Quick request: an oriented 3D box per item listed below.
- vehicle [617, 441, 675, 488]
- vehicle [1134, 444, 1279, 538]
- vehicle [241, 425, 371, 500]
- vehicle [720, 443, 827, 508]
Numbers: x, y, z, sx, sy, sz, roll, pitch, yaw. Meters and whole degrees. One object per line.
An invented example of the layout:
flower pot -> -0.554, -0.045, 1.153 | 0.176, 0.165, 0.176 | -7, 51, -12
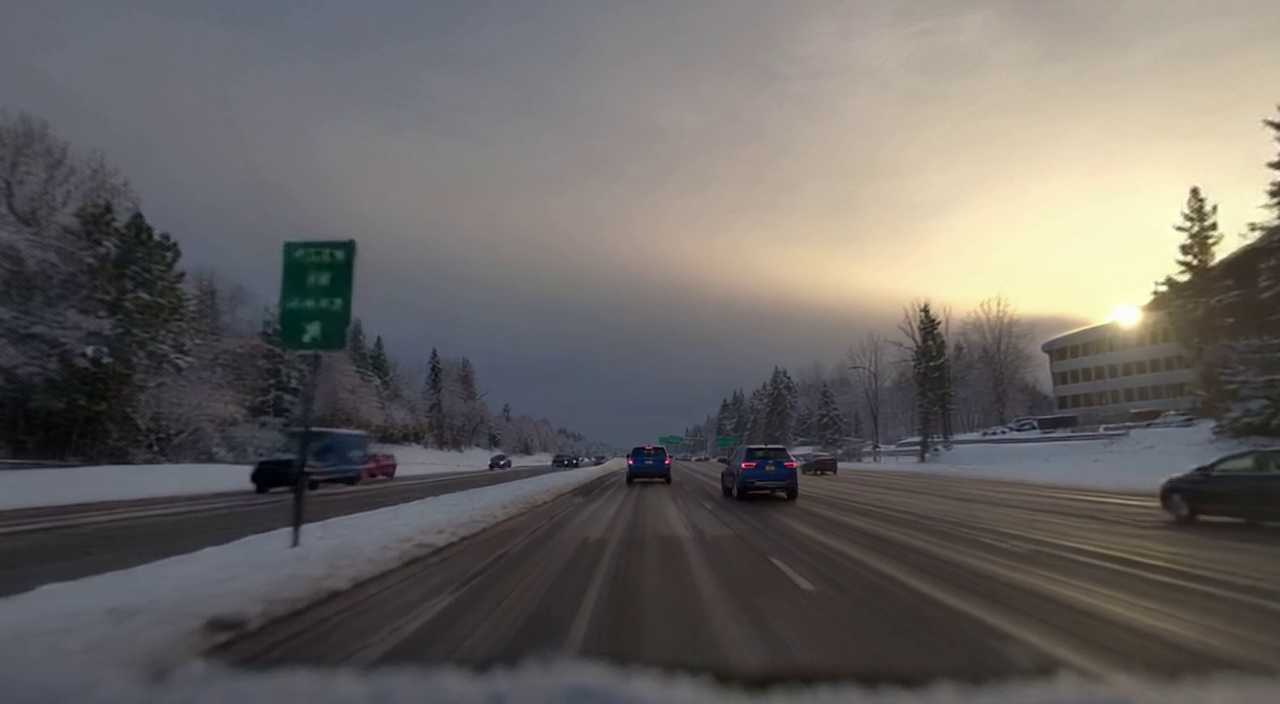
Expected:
vehicle -> 0.252, 4.811, 27.363 | 2.290, 1.862, 4.454 | 0, -8, 1
vehicle -> 10.963, 2.248, 10.372 | 2.027, 1.446, 4.470 | 0, -8, 0
vehicle -> -14.206, 4.726, 27.378 | 2.335, 2.870, 5.786 | 0, -8, 1
vehicle -> 3.561, 3.366, 17.677 | 2.042, 1.592, 4.047 | 0, -8, -1
